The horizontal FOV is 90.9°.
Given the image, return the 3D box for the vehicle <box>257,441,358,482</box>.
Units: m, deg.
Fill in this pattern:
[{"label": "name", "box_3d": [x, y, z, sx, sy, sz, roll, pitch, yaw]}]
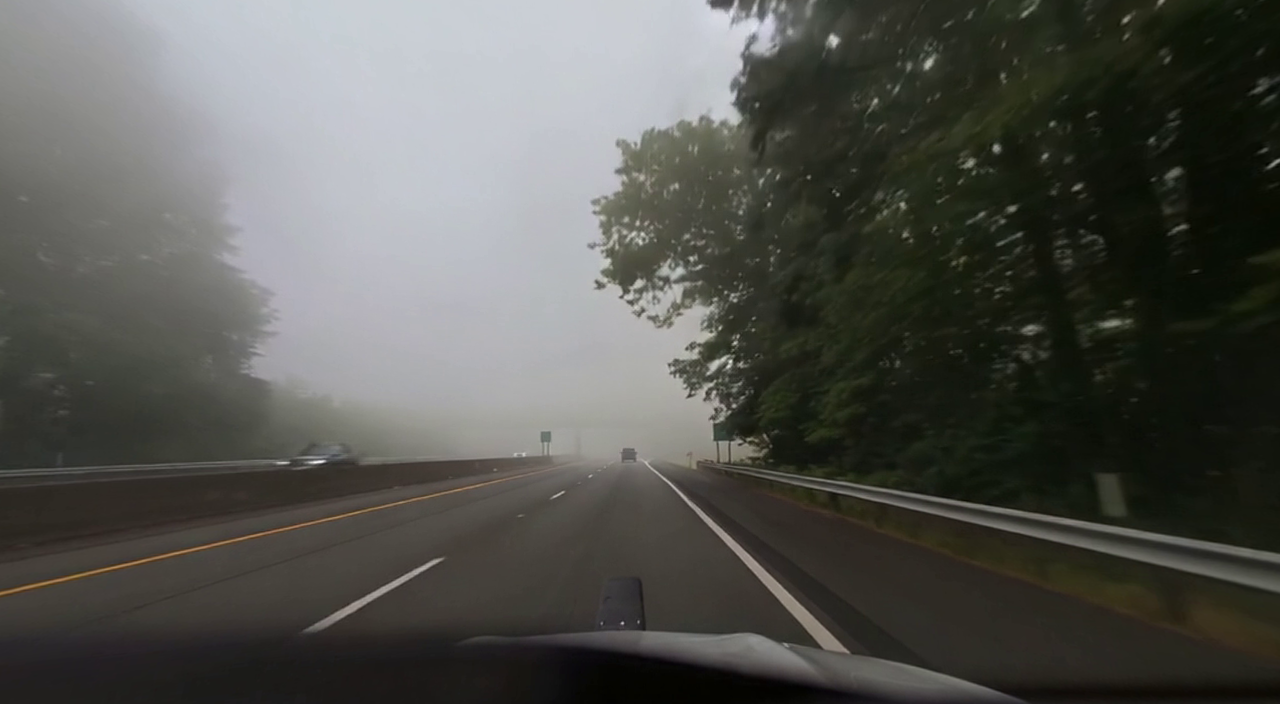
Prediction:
[{"label": "vehicle", "box_3d": [-14.078, 4.660, 26.988, 2.017, 1.610, 4.211, 0, -9, -1]}]
